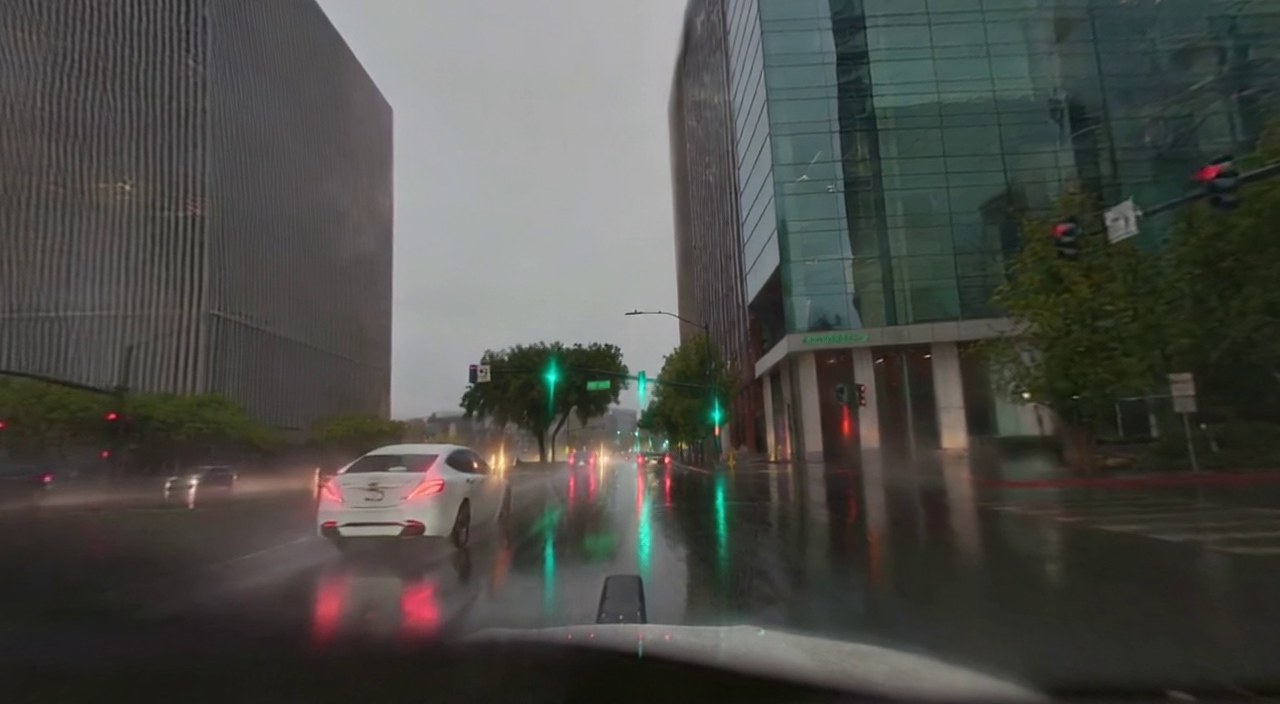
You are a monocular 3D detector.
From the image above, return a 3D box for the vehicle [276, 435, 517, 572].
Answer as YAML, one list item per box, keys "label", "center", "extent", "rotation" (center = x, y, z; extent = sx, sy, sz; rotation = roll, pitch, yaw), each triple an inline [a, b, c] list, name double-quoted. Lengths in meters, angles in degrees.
- label: "vehicle"
  center: [-3.169, 2.033, 9.206]
  extent: [1.983, 1.545, 3.773]
  rotation: [0, -9, 0]

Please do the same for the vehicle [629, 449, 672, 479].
- label: "vehicle"
  center: [0.483, 5.794, 32.966]
  extent: [2.102, 1.482, 4.125]
  rotation: [0, -9, 0]

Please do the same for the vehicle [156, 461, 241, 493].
- label: "vehicle"
  center: [-26.773, 7.558, 38.525]
  extent: [1.902, 1.670, 4.607]
  rotation: [0, -9, 0]

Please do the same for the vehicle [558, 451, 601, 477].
- label: "vehicle"
  center: [-3.515, 6.569, 37.390]
  extent: [2.088, 1.430, 4.482]
  rotation: [0, -9, 0]
